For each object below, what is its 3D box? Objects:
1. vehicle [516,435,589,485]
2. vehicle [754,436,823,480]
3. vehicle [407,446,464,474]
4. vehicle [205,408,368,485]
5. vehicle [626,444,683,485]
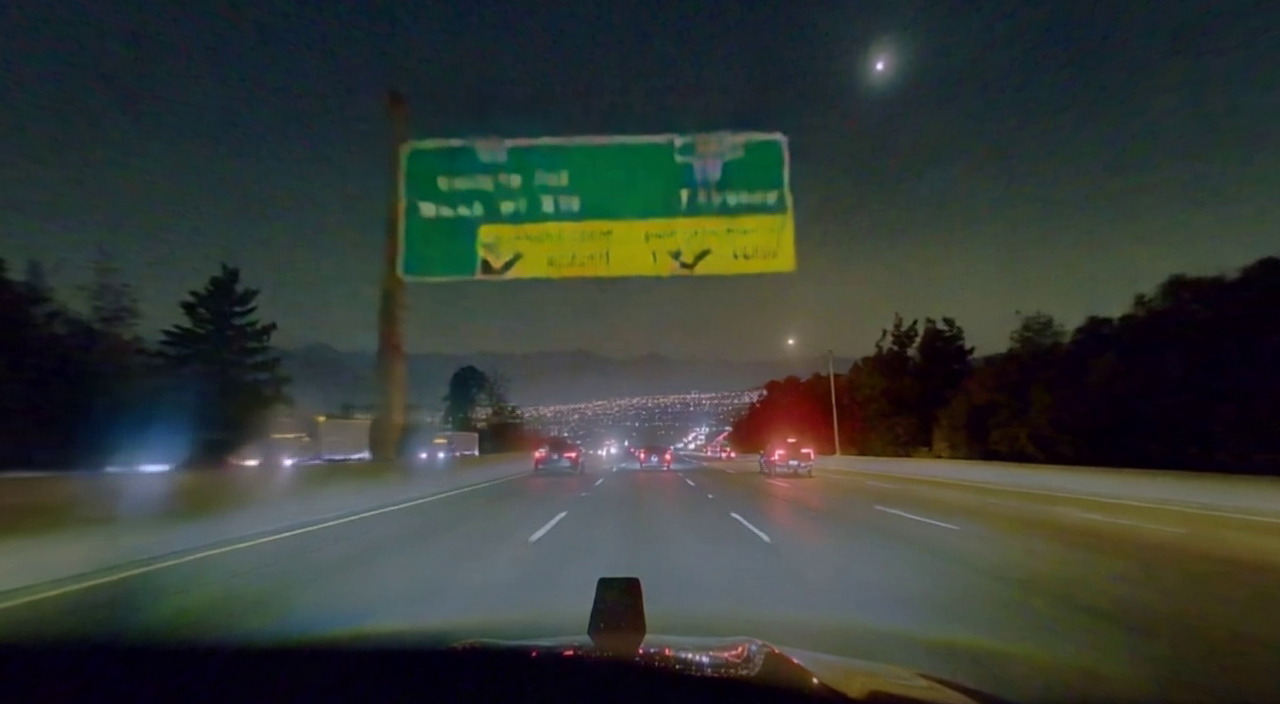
[{"bbox_3d":[-3.238,4.135,24.379,2.140,1.720,4.410,0,-9,1],"label":"vehicle"},{"bbox_3d":[7.051,5.107,30.562,2.094,1.916,5.099,0,-9,0],"label":"vehicle"},{"bbox_3d":[-12.143,6.422,37.779,1.926,1.518,4.327,0,-9,1],"label":"vehicle"},{"bbox_3d":[-16.146,4.421,29.767,2.833,3.095,8.225,-1,-8,1],"label":"vehicle"},{"bbox_3d":[0.548,4.373,24.861,2.071,1.464,4.162,0,-9,1],"label":"vehicle"}]
